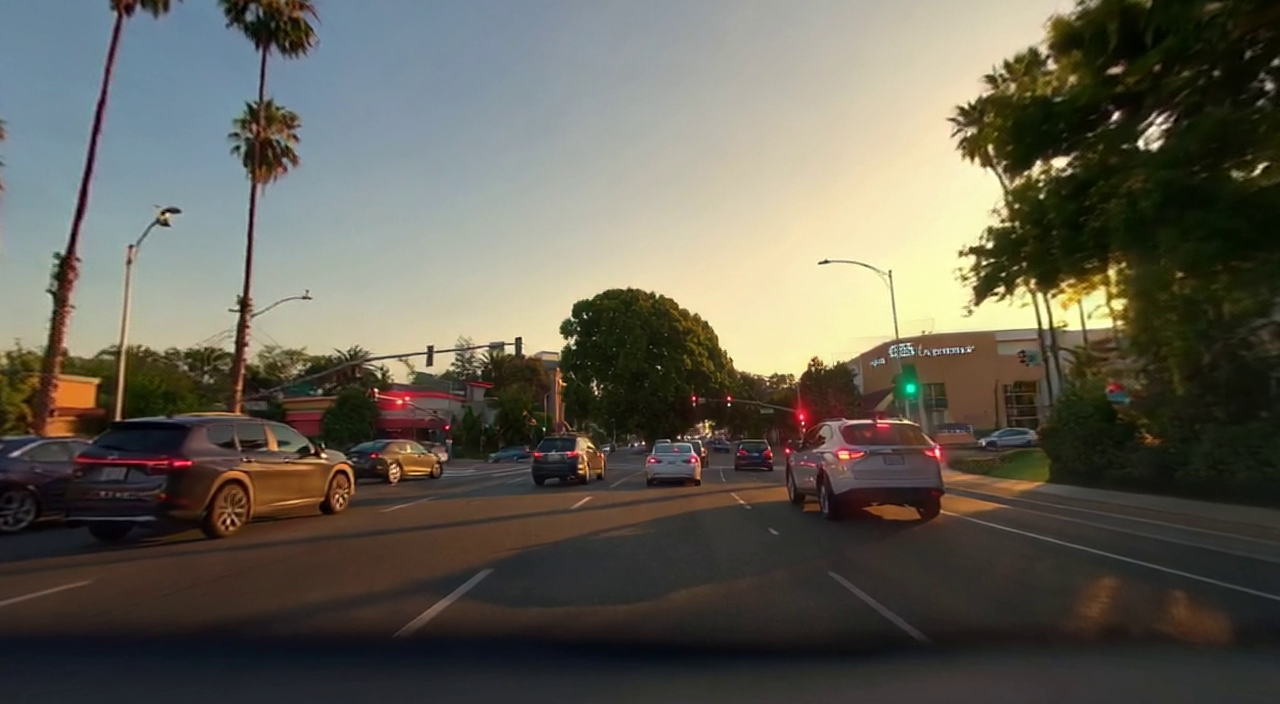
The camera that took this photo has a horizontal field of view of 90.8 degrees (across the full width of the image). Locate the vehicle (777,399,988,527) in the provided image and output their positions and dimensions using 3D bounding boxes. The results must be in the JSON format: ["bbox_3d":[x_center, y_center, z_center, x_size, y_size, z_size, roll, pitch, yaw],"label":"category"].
[{"bbox_3d":[4.245,2.074,12.255,2.267,1.931,5.145,-1,-8,3],"label":"vehicle"}]

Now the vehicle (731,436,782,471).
[{"bbox_3d":[5.482,4.828,30.179,2.149,1.532,4.168,-1,-9,7],"label":"vehicle"}]

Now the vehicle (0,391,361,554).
[{"bbox_3d":[-6.554,1.764,9.806,2.127,1.888,4.637,-1,-9,3],"label":"vehicle"}]

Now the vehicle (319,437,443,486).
[{"bbox_3d":[-8.583,3.662,21.459,2.017,1.472,4.418,-1,-9,5],"label":"vehicle"}]

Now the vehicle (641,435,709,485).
[{"bbox_3d":[1.181,3.582,21.182,2.057,1.492,3.825,-1,-9,4],"label":"vehicle"}]

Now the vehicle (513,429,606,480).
[{"bbox_3d":[-2.923,3.919,24.315,2.088,1.746,4.650,-2,-9,12],"label":"vehicle"}]
